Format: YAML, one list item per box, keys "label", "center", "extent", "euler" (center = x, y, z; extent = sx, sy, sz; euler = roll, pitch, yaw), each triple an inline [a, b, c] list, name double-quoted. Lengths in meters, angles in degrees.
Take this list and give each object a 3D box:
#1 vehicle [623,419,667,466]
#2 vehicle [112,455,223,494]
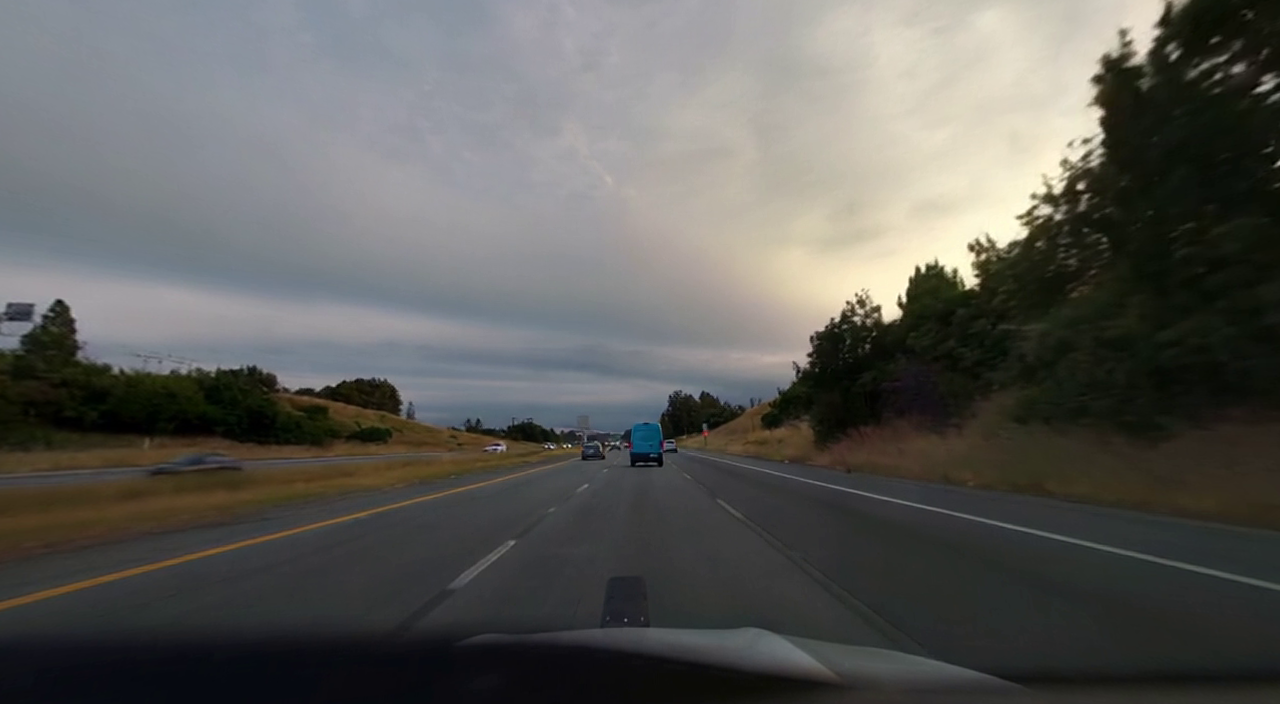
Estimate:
- label: "vehicle"
  center: [0.267, 5.223, 36.273]
  extent: [2.329, 2.483, 5.428]
  euler: [0, -8, 0]
- label: "vehicle"
  center: [-19.967, 5.163, 26.790]
  extent: [1.729, 1.462, 3.824]
  euler: [0, -8, 0]
